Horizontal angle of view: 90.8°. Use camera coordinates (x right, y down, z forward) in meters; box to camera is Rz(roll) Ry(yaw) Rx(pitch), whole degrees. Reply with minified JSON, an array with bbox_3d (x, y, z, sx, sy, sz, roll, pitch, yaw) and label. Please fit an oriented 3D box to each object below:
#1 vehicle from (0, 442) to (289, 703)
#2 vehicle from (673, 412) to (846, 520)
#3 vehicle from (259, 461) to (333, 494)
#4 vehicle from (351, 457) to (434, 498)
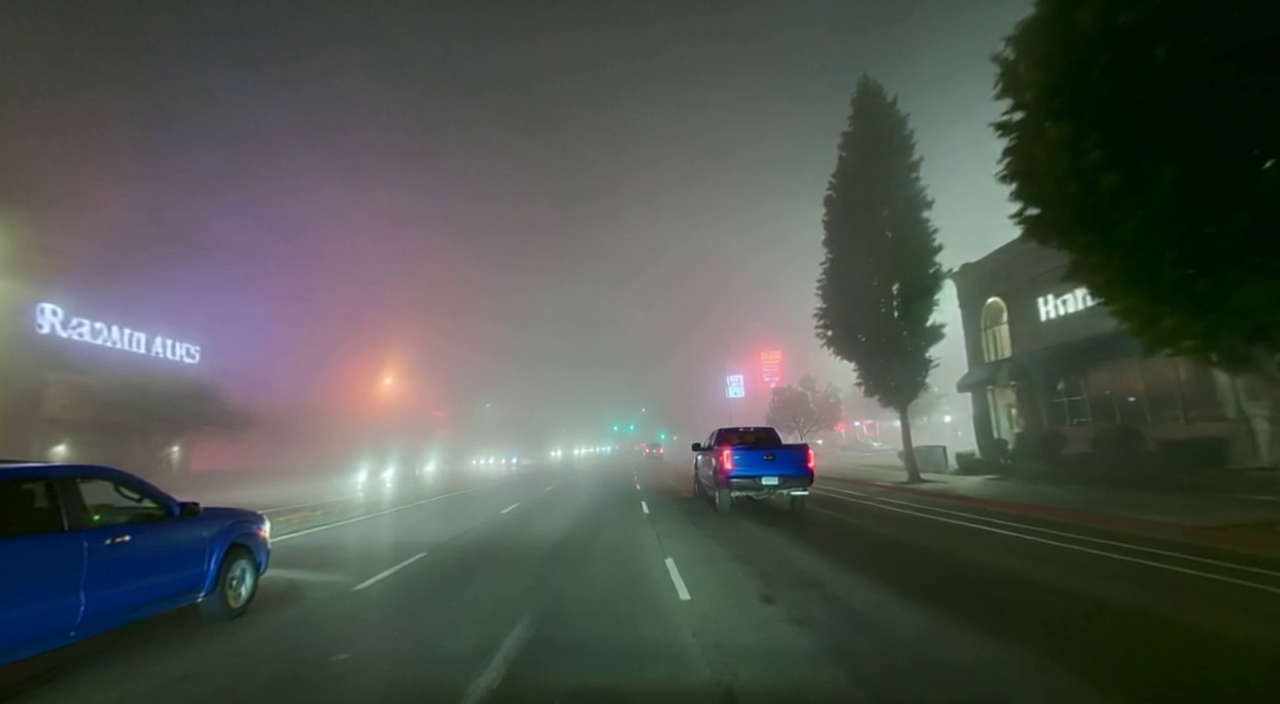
[{"bbox_3d":[-3.704,1.125,2.736,1.888,1.424,4.553,-1,-8,-2],"label":"vehicle"},{"bbox_3d":[2.349,2.515,14.535,2.590,1.932,5.776,0,-8,-3],"label":"vehicle"},{"bbox_3d":[-21.441,7.801,39.579,2.078,1.779,4.497,-1,-8,0],"label":"vehicle"},{"bbox_3d":[-9.947,5.053,25.786,1.780,1.412,4.283,-1,-8,-2],"label":"vehicle"}]
